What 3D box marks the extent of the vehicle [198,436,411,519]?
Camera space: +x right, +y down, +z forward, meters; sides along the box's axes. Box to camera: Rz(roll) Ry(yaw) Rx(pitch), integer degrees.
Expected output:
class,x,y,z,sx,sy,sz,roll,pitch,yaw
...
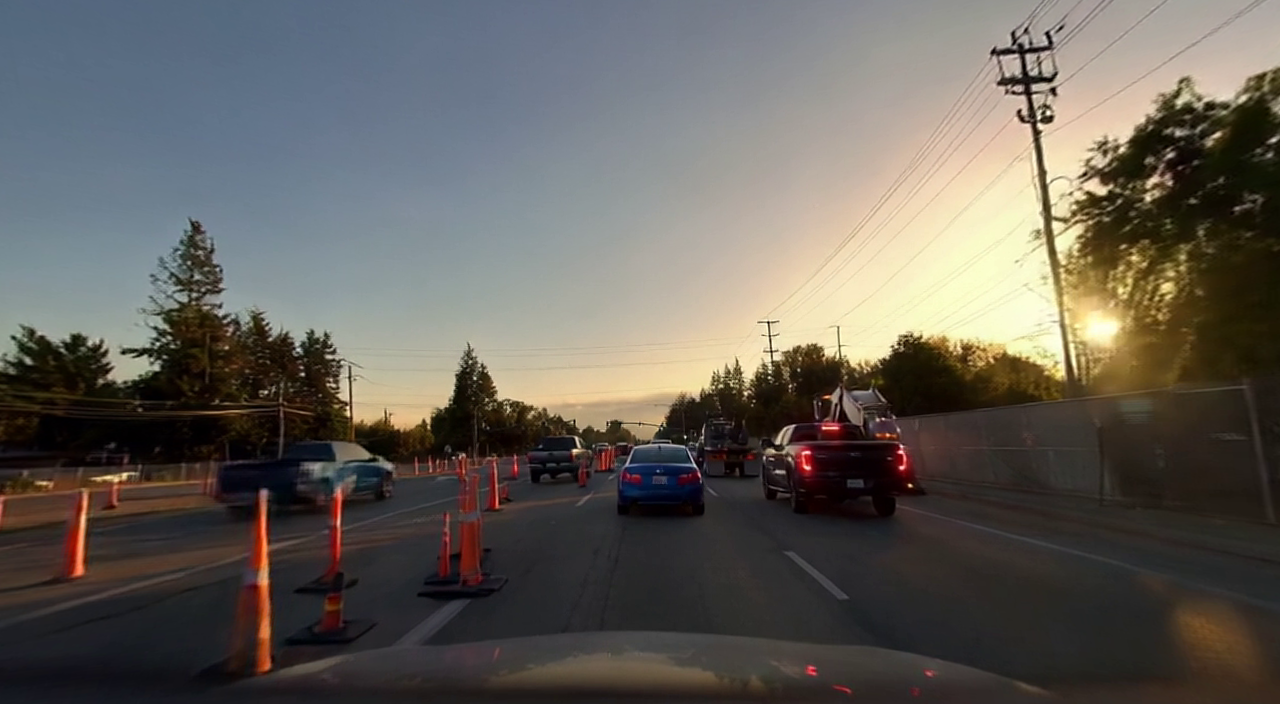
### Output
class,x,y,z,sx,sy,sz,roll,pitch,yaw
vehicle,-7.041,2.668,14.026,2.018,1.490,4.926,0,-8,0

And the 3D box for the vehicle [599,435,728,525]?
class,x,y,z,sx,sy,sz,roll,pitch,yaw
vehicle,0.418,2.440,12.656,2.128,1.473,4.272,0,-8,1

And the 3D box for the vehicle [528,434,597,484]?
class,x,y,z,sx,sy,sz,roll,pitch,yaw
vehicle,-2.867,4.055,24.184,1.989,1.729,4.184,0,-8,2

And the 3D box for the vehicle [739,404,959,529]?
class,x,y,z,sx,sy,sz,roll,pitch,yaw
vehicle,3.908,2.333,13.479,2.555,2.017,6.201,0,-8,0
